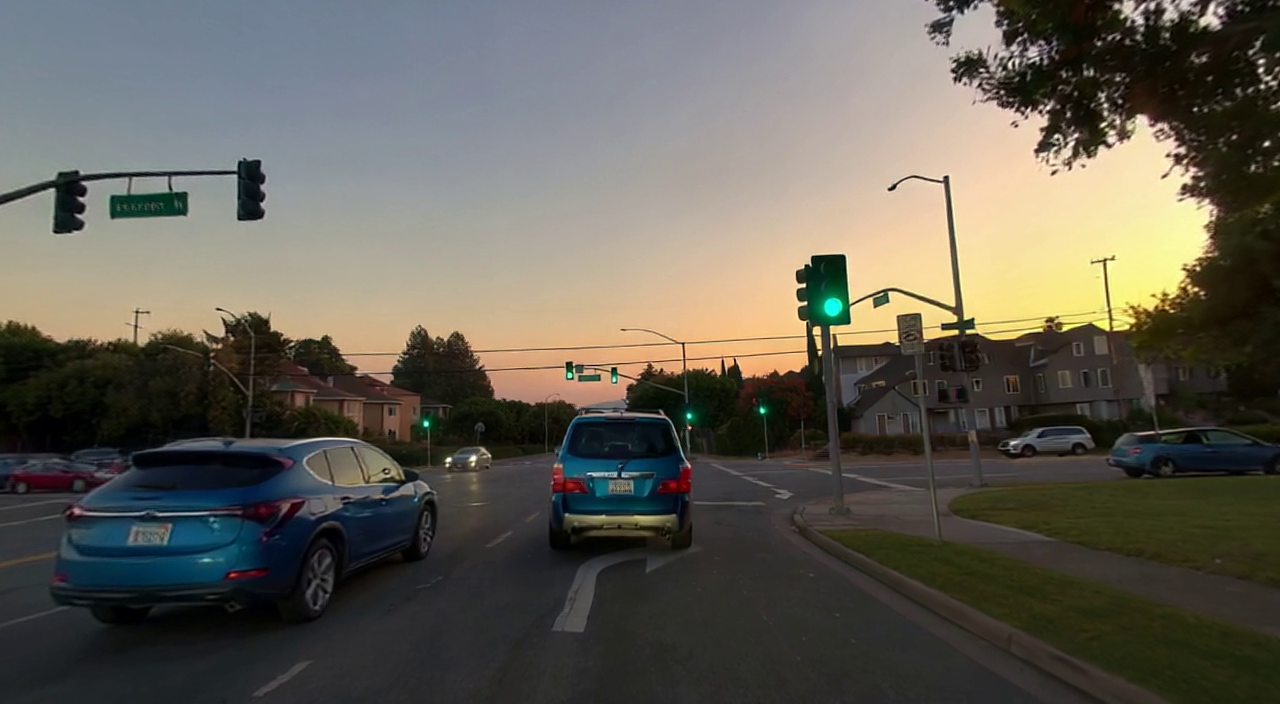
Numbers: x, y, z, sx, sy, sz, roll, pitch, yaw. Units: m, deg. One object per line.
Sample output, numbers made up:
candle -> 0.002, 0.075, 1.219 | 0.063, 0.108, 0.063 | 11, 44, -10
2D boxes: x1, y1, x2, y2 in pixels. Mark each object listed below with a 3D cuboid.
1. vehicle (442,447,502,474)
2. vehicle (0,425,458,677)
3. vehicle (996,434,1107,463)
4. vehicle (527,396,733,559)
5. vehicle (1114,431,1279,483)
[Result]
vehicle -> -9.615, 6.243, 36.602 | 2.028, 1.474, 4.637 | -1, -8, 3
vehicle -> -3.331, 1.495, 5.954 | 1.934, 1.459, 4.368 | 0, -8, 0
vehicle -> 21.362, 5.023, 32.995 | 4.353, 1.431, 1.876 | -2, -9, 14
vehicle -> -0.180, 1.801, 9.762 | 2.396, 1.881, 4.606 | 0, -8, -2
vehicle -> 17.236, 3.081, 18.654 | 4.715, 1.439, 1.874 | -2, -9, 14
